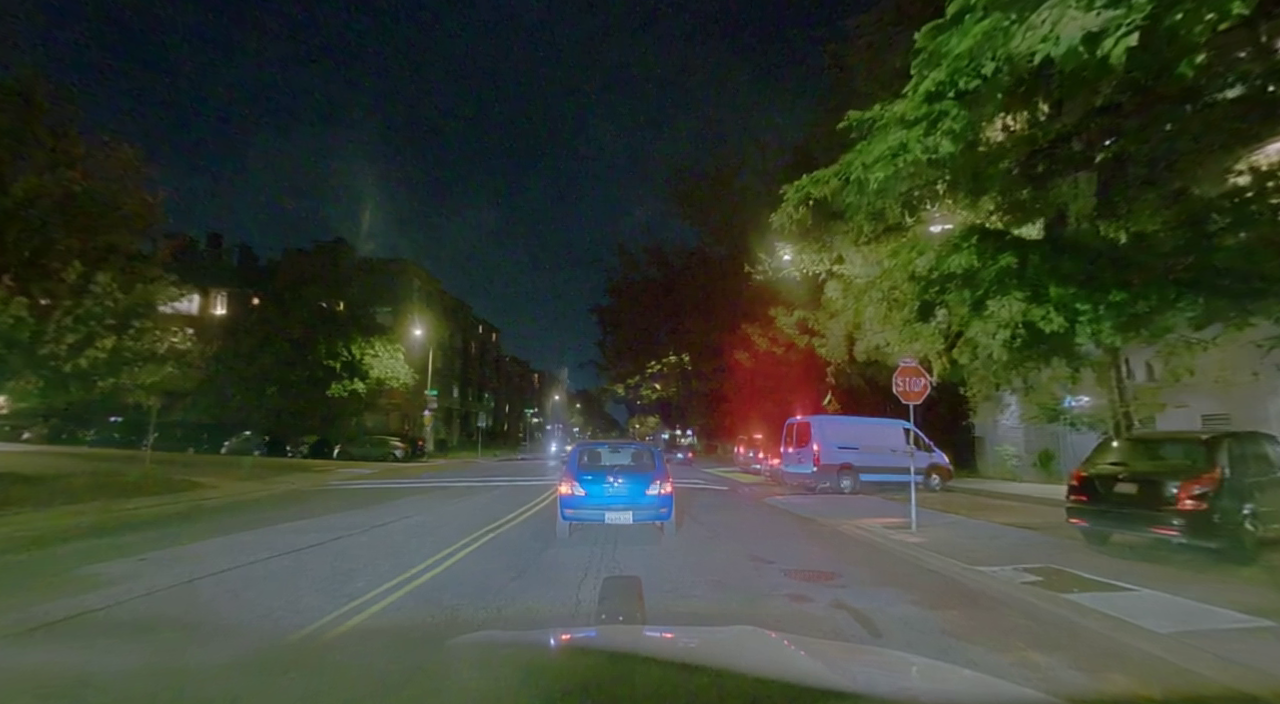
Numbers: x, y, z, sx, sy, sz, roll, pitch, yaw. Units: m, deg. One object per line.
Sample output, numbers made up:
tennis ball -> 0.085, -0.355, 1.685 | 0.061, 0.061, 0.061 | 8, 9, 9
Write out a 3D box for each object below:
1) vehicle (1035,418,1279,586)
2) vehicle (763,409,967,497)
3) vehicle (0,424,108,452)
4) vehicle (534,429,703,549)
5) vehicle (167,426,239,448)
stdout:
vehicle -> 7.260, 1.767, 8.234 | 3.957, 1.650, 1.971 | 5, -10, -33
vehicle -> 6.337, 2.808, 17.743 | 5.385, 2.146, 2.143 | 4, -9, -26
vehicle -> -32.300, 4.740, 34.785 | 4.006, 1.491, 2.007 | 1, -9, -6
vehicle -> -0.322, 2.020, 10.052 | 2.065, 1.450, 4.522 | 0, -8, -2
vehicle -> -32.391, 6.322, 46.863 | 3.915, 1.574, 1.850 | 0, -8, 1
